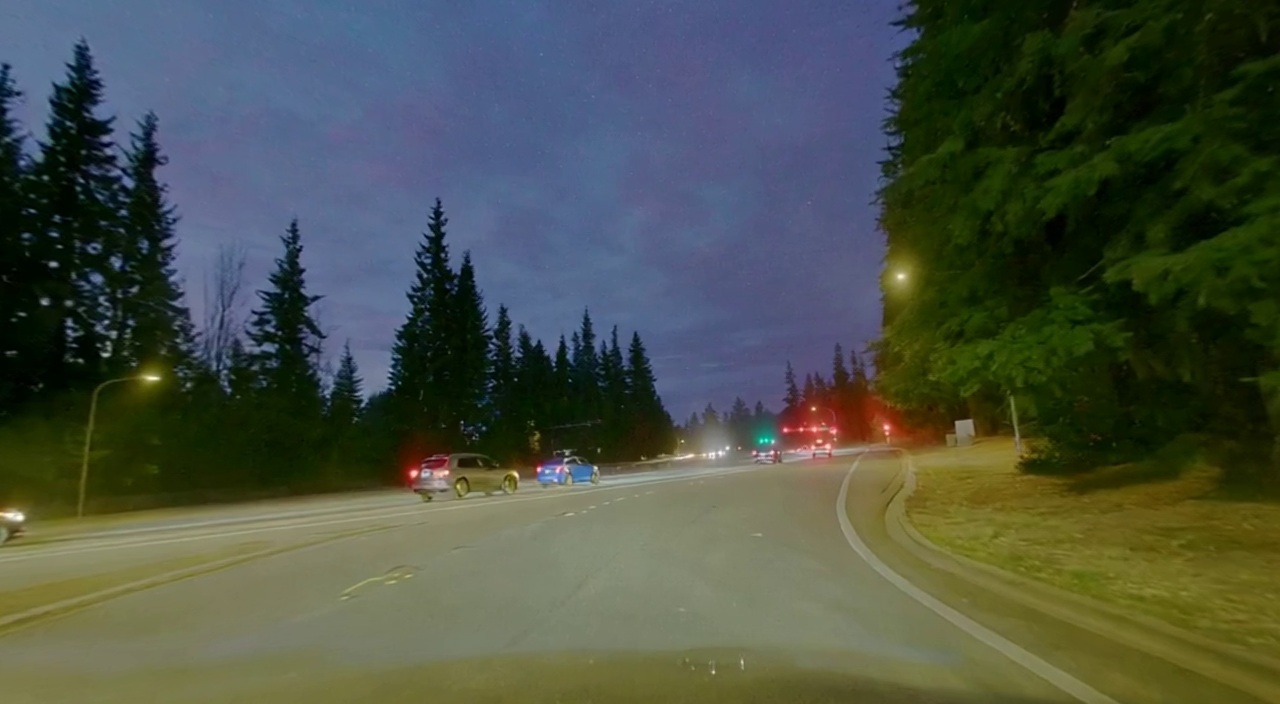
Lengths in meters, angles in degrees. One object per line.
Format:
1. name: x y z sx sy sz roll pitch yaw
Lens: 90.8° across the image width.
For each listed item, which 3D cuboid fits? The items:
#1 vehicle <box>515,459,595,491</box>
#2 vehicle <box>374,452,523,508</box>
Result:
1. vehicle: -4.442 6.538 33.872 1.829 1.470 4.460 -6 -10 31
2. vehicle: -6.629 4.435 22.520 2.049 1.699 4.860 -6 -10 32
